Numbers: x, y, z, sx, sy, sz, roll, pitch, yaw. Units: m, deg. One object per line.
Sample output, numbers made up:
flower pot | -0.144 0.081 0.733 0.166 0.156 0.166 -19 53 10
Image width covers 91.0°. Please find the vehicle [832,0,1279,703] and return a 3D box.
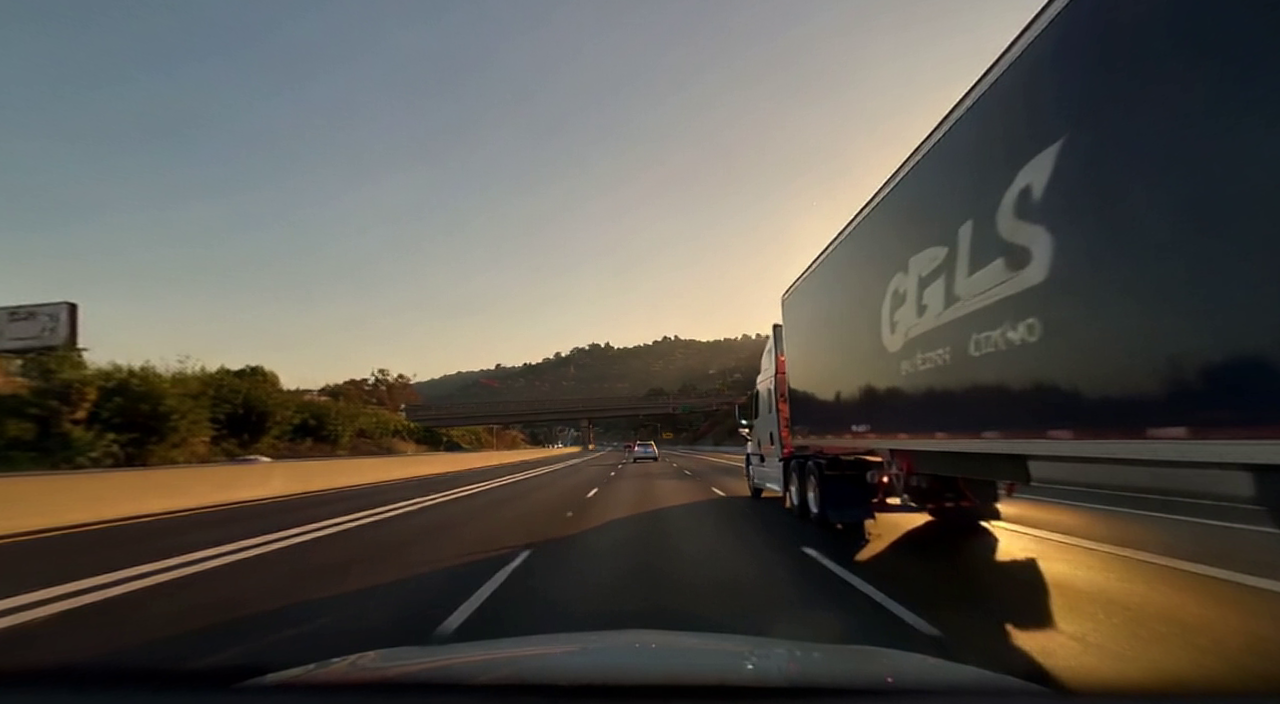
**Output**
vehicle | 4.117 -0.218 3.169 3.014 4.068 10.359 0 -8 0

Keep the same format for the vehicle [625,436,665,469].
vehicle | 0.261 5.461 34.317 2.050 1.654 4.192 0 -8 0

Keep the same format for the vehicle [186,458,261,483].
vehicle | -28.737 8.177 43.652 1.858 1.531 4.830 0 -8 1
